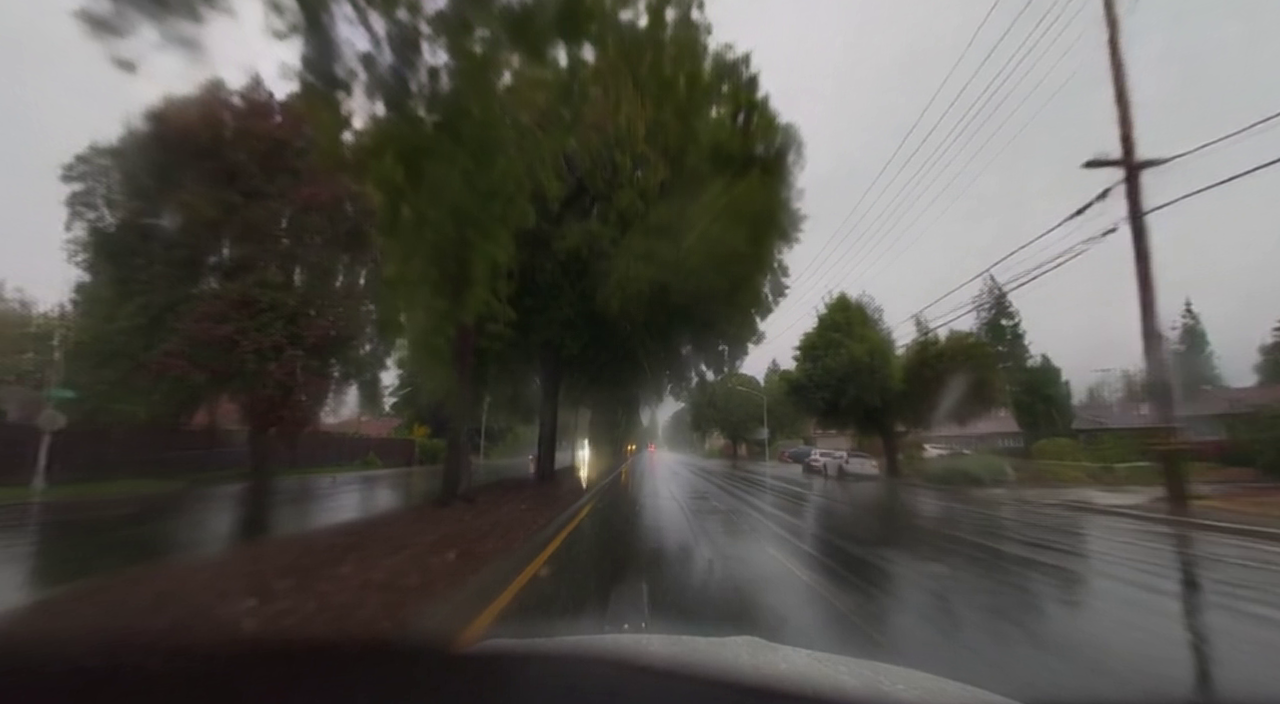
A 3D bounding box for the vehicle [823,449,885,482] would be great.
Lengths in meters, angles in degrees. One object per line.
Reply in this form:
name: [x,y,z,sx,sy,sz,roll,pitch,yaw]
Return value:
vehicle: [11.806,6.273,35.080,2.061,1.575,4.098,4,-8,1]
